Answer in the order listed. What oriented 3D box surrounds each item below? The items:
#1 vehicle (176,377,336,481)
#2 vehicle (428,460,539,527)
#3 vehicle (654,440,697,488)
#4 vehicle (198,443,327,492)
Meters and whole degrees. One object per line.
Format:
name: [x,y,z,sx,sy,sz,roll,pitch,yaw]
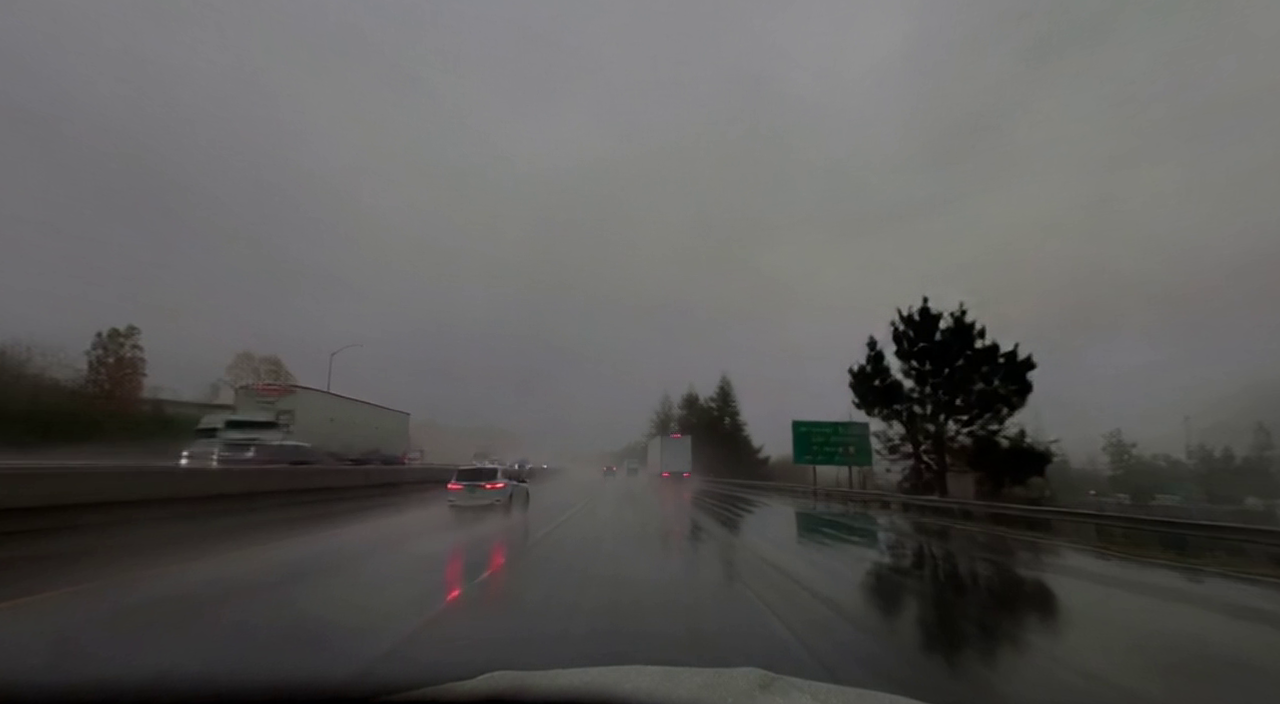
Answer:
vehicle: [-15.857,3.425,26.691,2.985,3.862,5.846,1,-11,-2]
vehicle: [-3.857,3.568,16.245,1.868,1.485,3.770,1,-11,0]
vehicle: [2.718,8.889,49.984,2.738,3.456,7.520,1,-11,-2]
vehicle: [-12.194,3.796,20.686,1.875,1.432,3.869,1,-11,-1]
